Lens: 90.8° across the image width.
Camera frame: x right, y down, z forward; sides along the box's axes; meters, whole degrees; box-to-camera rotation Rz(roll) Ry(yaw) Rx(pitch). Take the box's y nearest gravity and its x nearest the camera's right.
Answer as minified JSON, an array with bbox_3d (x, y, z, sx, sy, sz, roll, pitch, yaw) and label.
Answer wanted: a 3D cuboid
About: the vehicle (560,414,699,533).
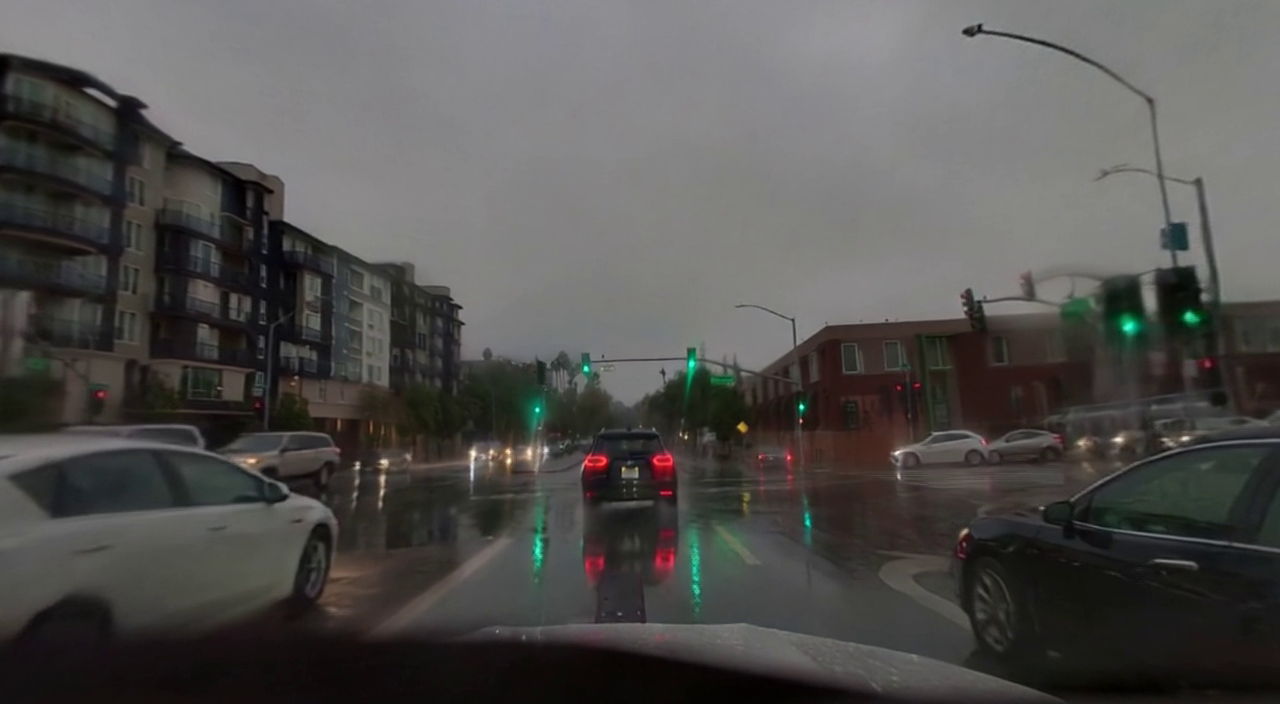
[{"bbox_3d":[-0.160,2.327,12.789,2.206,1.858,5.332,0,-8,0],"label":"vehicle"}]

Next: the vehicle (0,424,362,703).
[{"bbox_3d":[-3.739,1.218,3.741,2.055,1.488,4.733,0,-8,0],"label":"vehicle"}]

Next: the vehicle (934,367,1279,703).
[{"bbox_3d":[3.151,0.908,2.514,1.906,1.608,4.137,0,-8,-1],"label":"vehicle"}]
